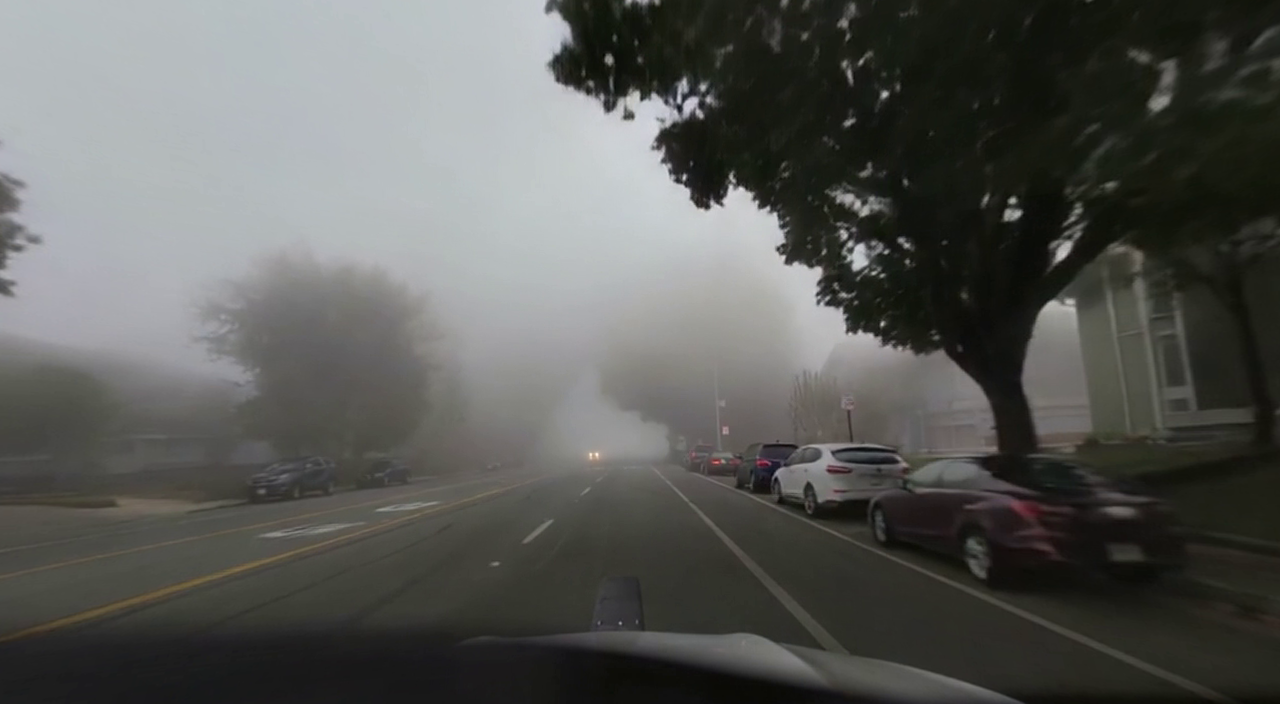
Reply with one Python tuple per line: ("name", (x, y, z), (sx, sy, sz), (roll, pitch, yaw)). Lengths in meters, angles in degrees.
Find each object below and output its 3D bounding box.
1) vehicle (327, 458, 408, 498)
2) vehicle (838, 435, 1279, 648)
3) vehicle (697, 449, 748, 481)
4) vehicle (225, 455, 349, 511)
("vehicle", (-13.912, 6.407, 32.610), (2.239, 1.645, 4.700), (-3, -8, -1))
("vehicle", (4.012, 1.703, 6.935), (2.100, 1.478, 4.816), (0, -9, 0))
("vehicle", (4.057, 5.623, 31.823), (1.845, 1.443, 4.531), (0, -9, -2))
("vehicle", (-13.671, 5.048, 24.922), (2.220, 1.747, 4.980), (-3, -8, -3))
